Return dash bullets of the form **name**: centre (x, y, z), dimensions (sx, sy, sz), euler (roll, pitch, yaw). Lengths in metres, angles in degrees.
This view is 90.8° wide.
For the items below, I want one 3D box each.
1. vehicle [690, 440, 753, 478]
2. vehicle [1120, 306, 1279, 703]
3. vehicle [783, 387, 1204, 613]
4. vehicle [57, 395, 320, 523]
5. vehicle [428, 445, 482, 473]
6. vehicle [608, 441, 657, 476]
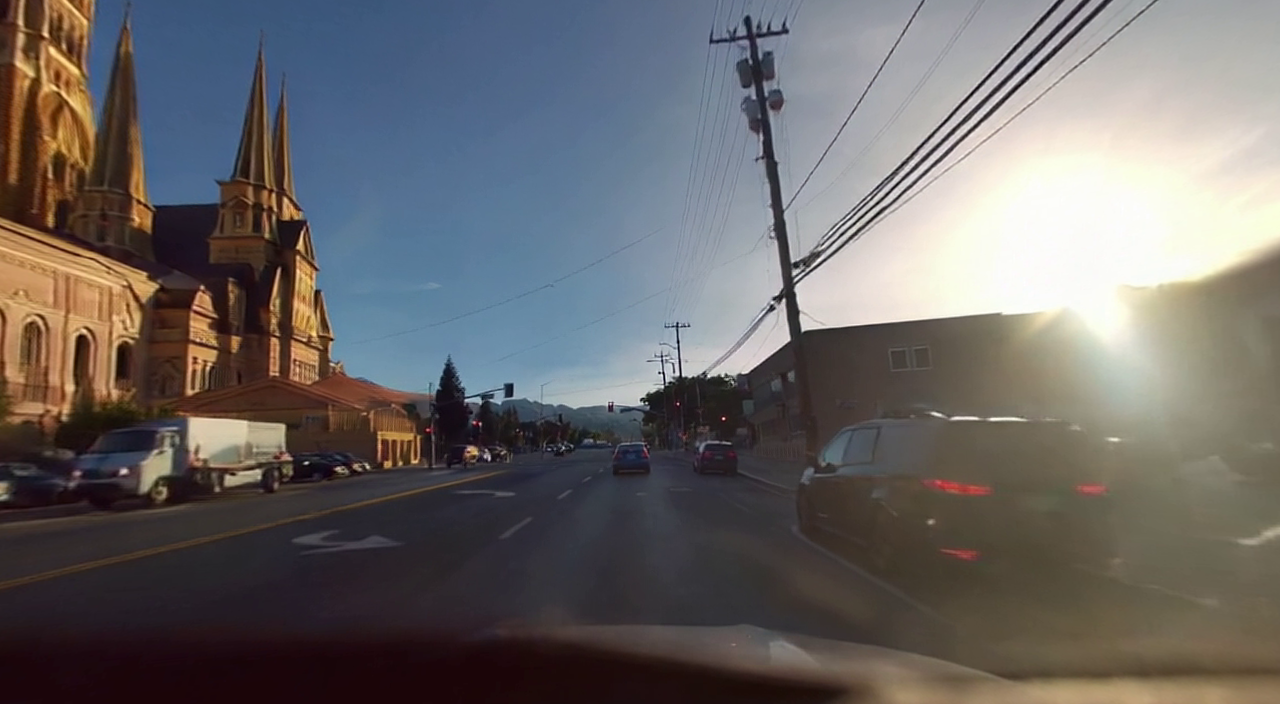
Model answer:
- **vehicle**: centre (3.520, 4.738, 28.180), dimensions (1.944, 1.530, 4.539), euler (0, -9, -4)
- **vehicle**: centre (3.633, 0.548, 1.050), dimensions (2.140, 1.890, 4.402), euler (0, -9, 0)
- **vehicle**: centre (3.616, 1.643, 8.180), dimensions (2.204, 1.845, 5.597), euler (1, -8, 0)
- **vehicle**: centre (-12.123, 2.947, 17.932), dimensions (2.961, 2.739, 6.276), euler (-4, -8, -1)
- **vehicle**: centre (-12.592, 7.285, 43.351), dimensions (2.071, 1.814, 5.185), euler (0, -9, 1)
- **vehicle**: centre (-0.353, 4.873, 29.114), dimensions (2.049, 1.453, 4.299), euler (0, -8, -1)
